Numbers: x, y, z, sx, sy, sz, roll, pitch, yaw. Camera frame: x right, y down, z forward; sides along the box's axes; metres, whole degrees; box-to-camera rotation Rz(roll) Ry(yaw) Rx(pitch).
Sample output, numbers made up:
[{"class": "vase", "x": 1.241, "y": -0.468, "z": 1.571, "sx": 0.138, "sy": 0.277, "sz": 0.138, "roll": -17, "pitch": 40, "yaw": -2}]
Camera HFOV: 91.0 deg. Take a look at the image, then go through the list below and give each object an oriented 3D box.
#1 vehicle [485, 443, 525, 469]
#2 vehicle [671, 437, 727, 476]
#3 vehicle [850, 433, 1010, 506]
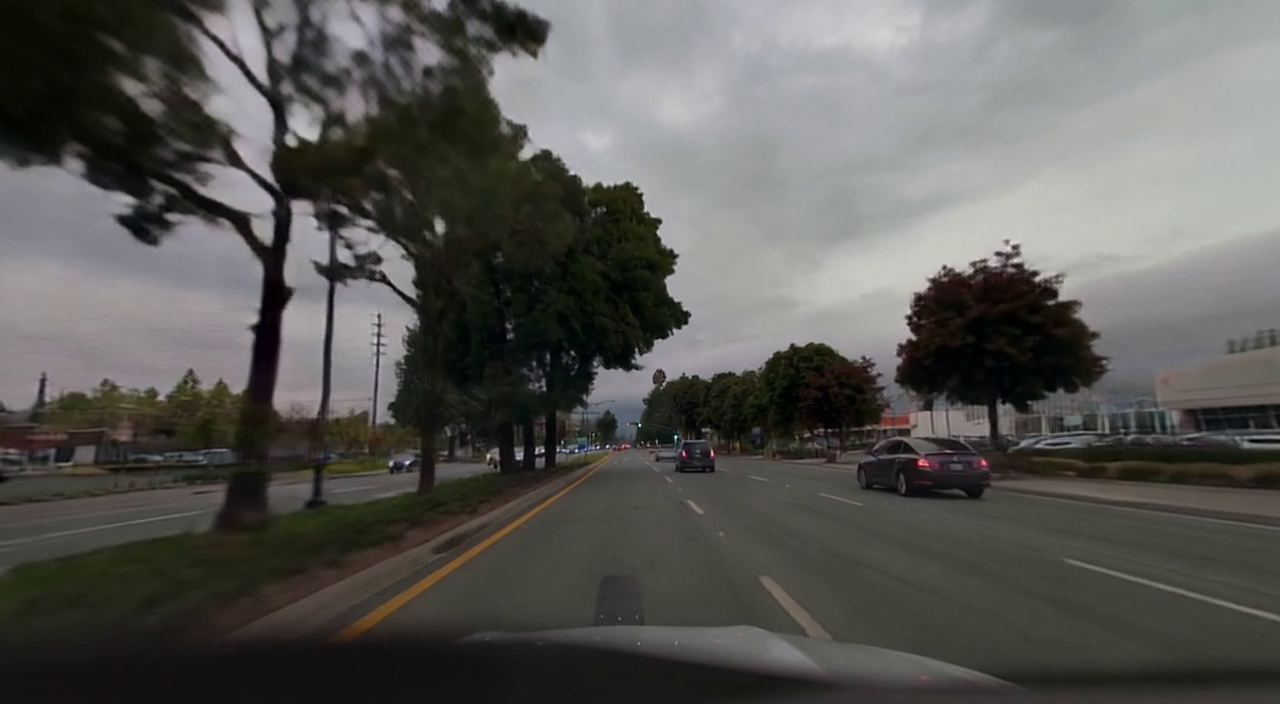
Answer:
[{"class": "vehicle", "x": -9.549, "y": 7.389, "z": 44.884, "sx": 1.968, "sy": 1.684, "sz": 4.265, "roll": 0, "pitch": -9, "yaw": -1}, {"class": "vehicle", "x": 2.664, "y": 4.854, "z": 29.455, "sx": 2.161, "sy": 1.676, "sz": 4.151, "roll": 0, "pitch": -9, "yaw": -1}, {"class": "vehicle", "x": 6.859, "y": 2.812, "z": 15.484, "sx": 1.886, "sy": 1.528, "sz": 4.169, "roll": 0, "pitch": -9, "yaw": -1}]
